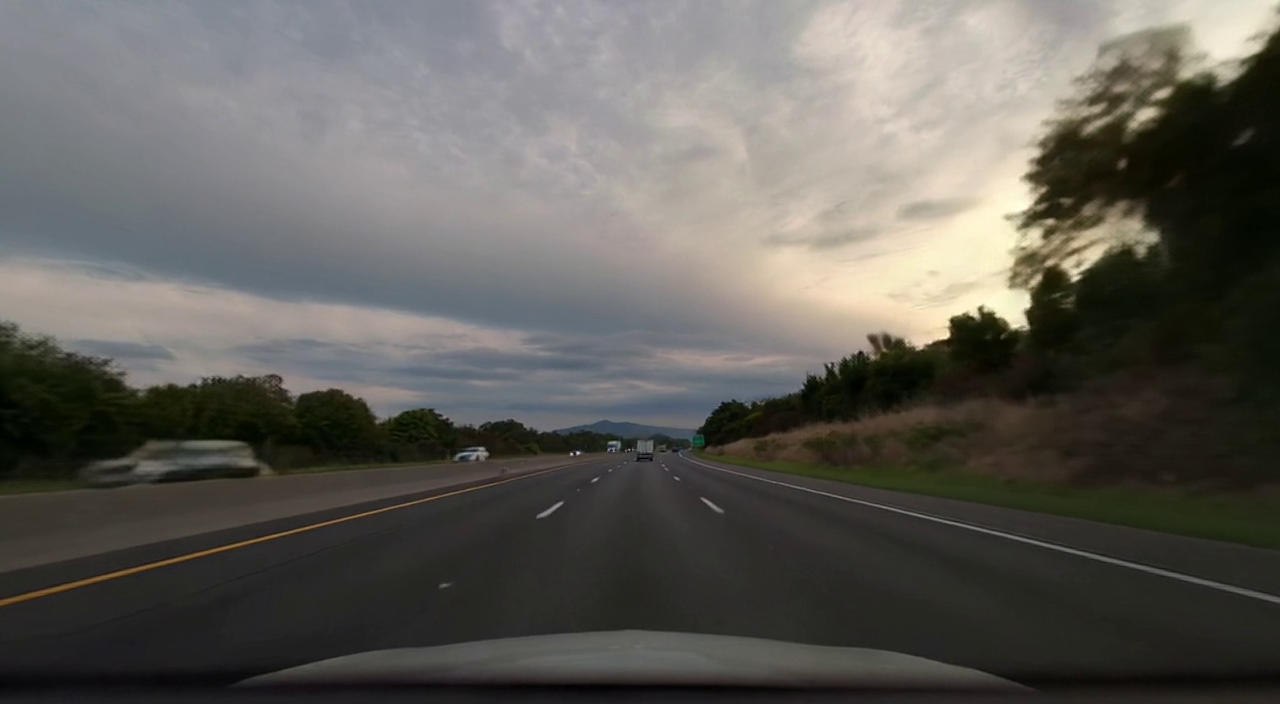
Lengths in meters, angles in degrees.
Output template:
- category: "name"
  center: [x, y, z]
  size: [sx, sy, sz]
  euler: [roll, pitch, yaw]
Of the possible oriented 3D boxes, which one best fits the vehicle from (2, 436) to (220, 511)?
- category: "vehicle"
  center: [-15.383, 3.534, 18.863]
  size: [2.011, 1.912, 5.110]
  euler: [0, -9, 0]
